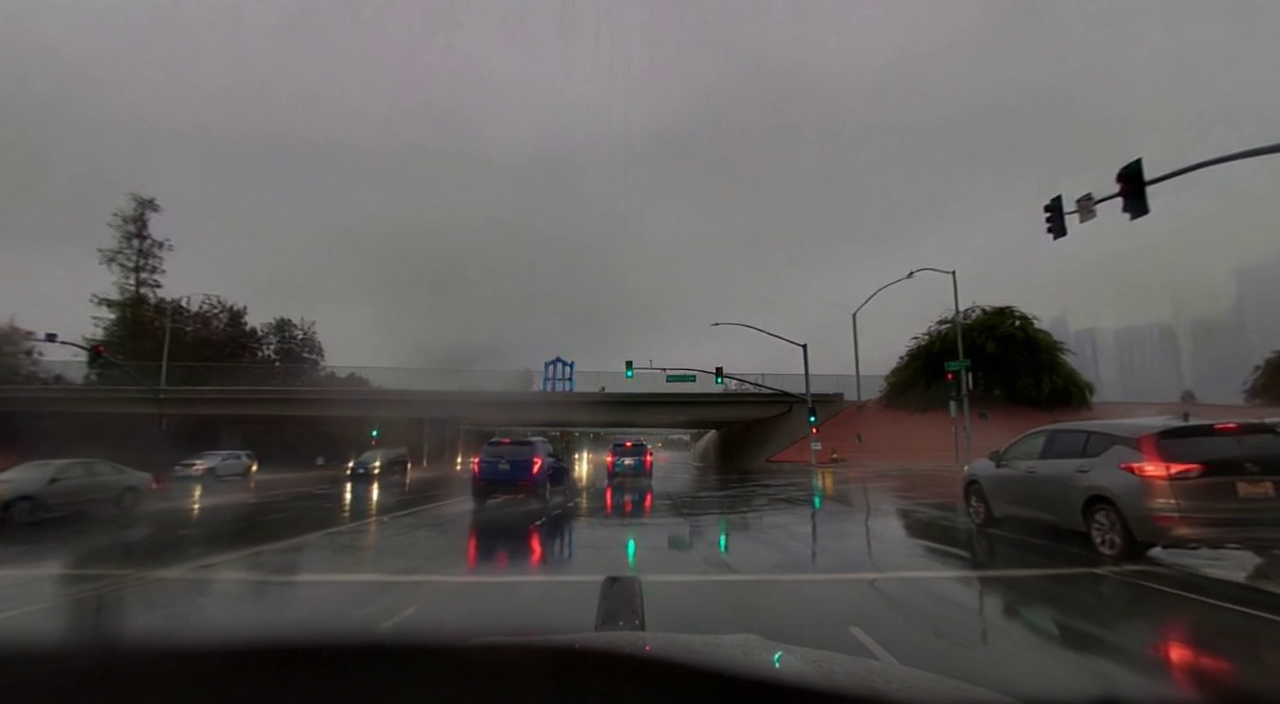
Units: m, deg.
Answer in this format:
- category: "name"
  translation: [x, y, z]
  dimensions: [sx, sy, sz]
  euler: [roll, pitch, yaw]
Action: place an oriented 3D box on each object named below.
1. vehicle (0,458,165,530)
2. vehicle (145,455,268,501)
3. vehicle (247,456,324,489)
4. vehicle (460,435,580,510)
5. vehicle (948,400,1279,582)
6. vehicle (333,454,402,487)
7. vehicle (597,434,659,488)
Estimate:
- category: "vehicle"
  translation: [-15.498, 3.687, 16.995]
  dimensions: [1.859, 1.542, 4.657]
  euler: [0, -8, -1]
- category: "vehicle"
  translation: [-19.569, 5.668, 28.846]
  dimensions: [2.131, 1.816, 4.960]
  euler: [0, -8, -1]
- category: "vehicle"
  translation: [-23.400, 7.939, 41.988]
  dimensions: [2.039, 1.965, 5.291]
  euler: [0, -8, 0]
- category: "vehicle"
  translation: [-3.089, 3.212, 17.429]
  dimensions: [2.060, 1.768, 4.681]
  euler: [-1, -8, 4]
- category: "vehicle"
  translation: [6.283, 1.693, 8.480]
  dimensions: [2.074, 1.785, 4.320]
  euler: [0, -8, 0]
- category: "vehicle"
  translation: [-16.185, 7.018, 37.782]
  dimensions: [2.007, 1.730, 4.774]
  euler: [0, -8, 0]
- category: "vehicle"
  translation: [-0.481, 4.490, 26.440]
  dimensions: [2.342, 2.026, 4.642]
  euler: [0, -8, 0]
